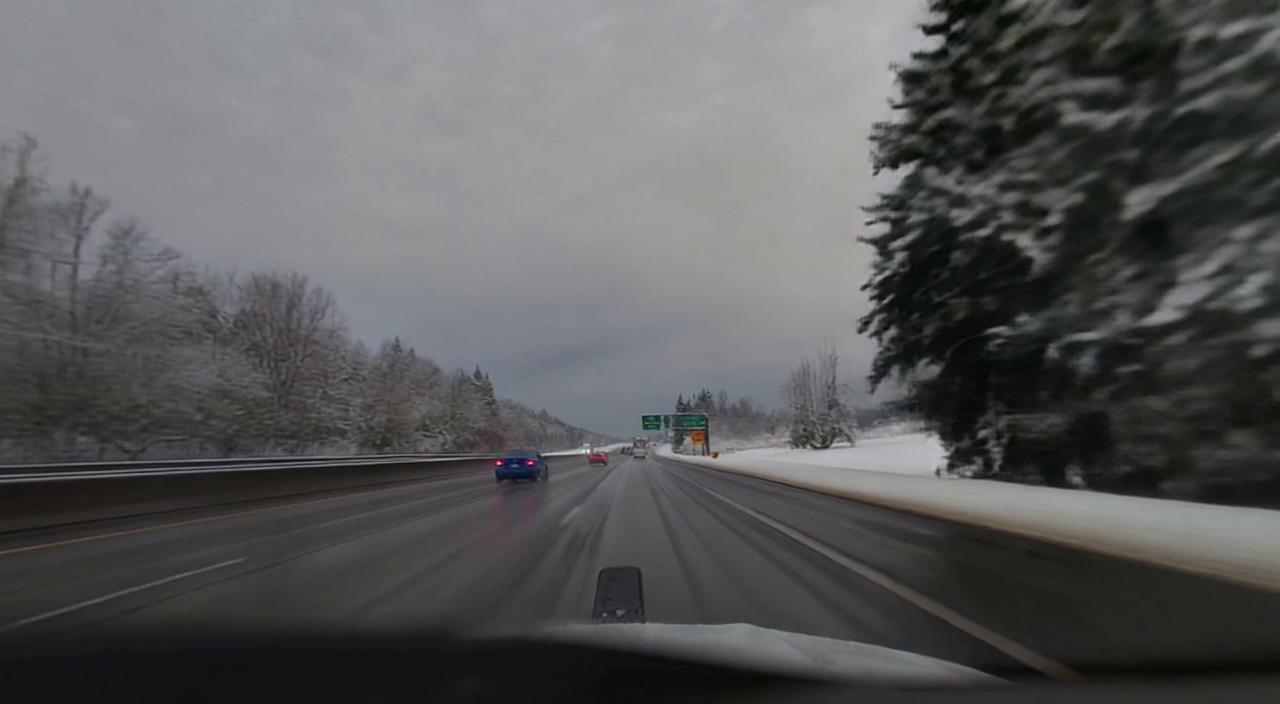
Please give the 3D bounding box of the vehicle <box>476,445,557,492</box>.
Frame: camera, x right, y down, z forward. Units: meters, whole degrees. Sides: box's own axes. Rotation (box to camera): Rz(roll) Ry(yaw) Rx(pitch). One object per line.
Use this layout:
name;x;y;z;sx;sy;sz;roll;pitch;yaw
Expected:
vehicle;-4.382;4.190;23.018;2.121;1.537;3.852;0;-9;1
